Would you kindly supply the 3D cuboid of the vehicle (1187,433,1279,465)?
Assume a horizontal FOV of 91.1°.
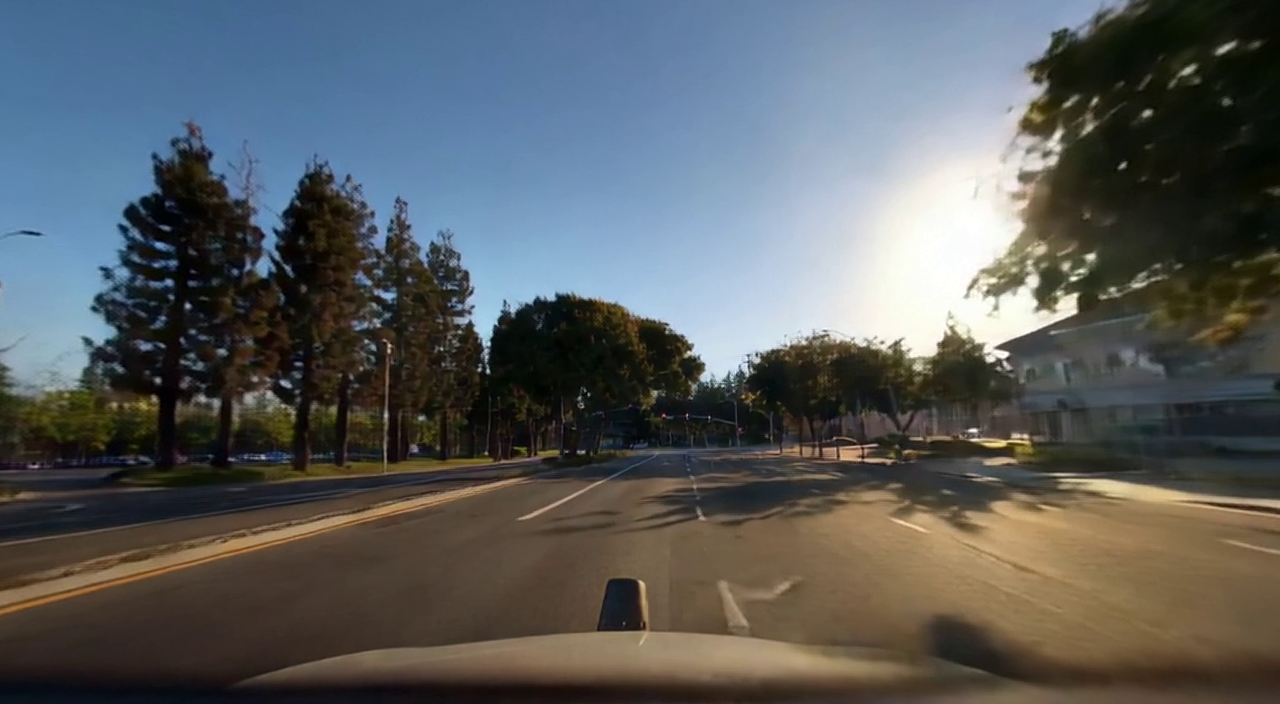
[{"bbox_3d":[27.917,4.337,28.316,4.440,1.378,1.936,-1,-7,6],"label":"vehicle"}]
